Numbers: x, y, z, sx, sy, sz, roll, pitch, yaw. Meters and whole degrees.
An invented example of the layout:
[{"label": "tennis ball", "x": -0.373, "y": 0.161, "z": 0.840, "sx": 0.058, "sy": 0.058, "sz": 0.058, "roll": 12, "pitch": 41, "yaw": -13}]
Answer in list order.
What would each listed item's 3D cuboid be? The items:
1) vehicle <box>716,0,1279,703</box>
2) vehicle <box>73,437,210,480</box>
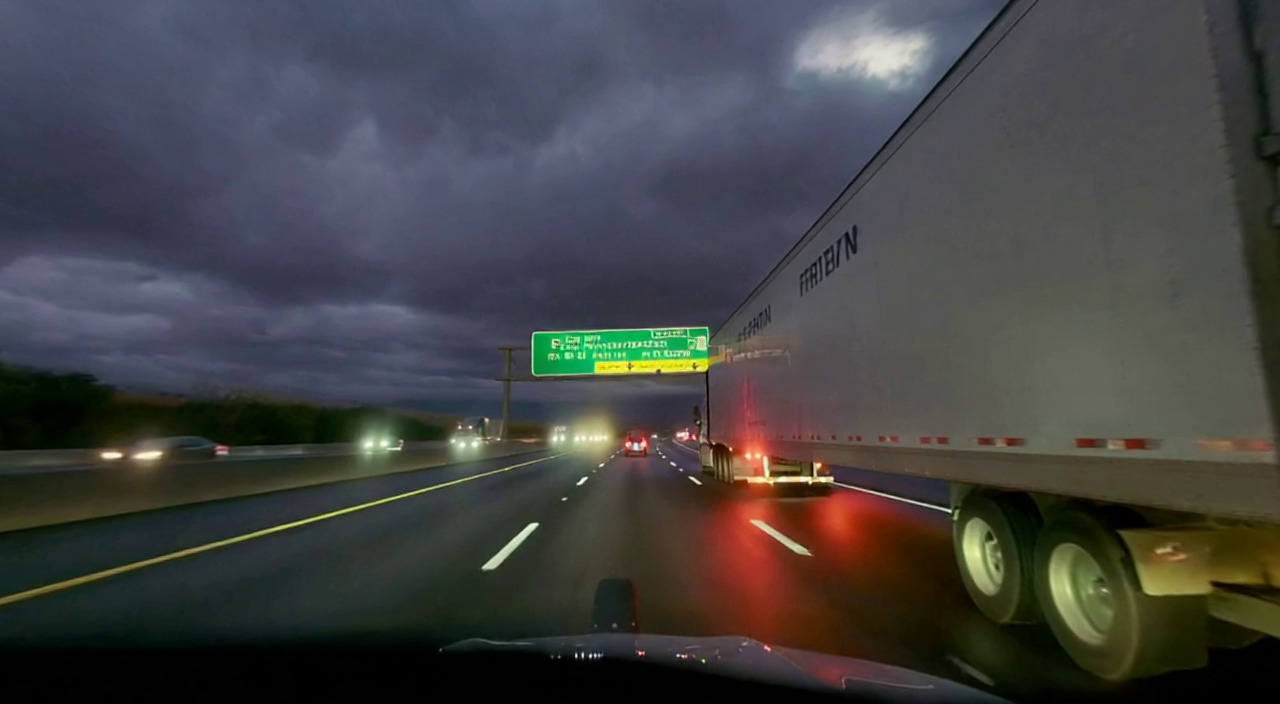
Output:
[{"label": "vehicle", "x": 3.689, "y": 0.516, "z": 9.354, "sx": 2.976, "sy": 4.077, "sz": 14.571, "roll": 0, "pitch": -8, "yaw": -1}, {"label": "vehicle", "x": -19.248, "y": 4.095, "z": 24.615, "sx": 1.930, "sy": 1.486, "sz": 4.185, "roll": 0, "pitch": -8, "yaw": -1}]
